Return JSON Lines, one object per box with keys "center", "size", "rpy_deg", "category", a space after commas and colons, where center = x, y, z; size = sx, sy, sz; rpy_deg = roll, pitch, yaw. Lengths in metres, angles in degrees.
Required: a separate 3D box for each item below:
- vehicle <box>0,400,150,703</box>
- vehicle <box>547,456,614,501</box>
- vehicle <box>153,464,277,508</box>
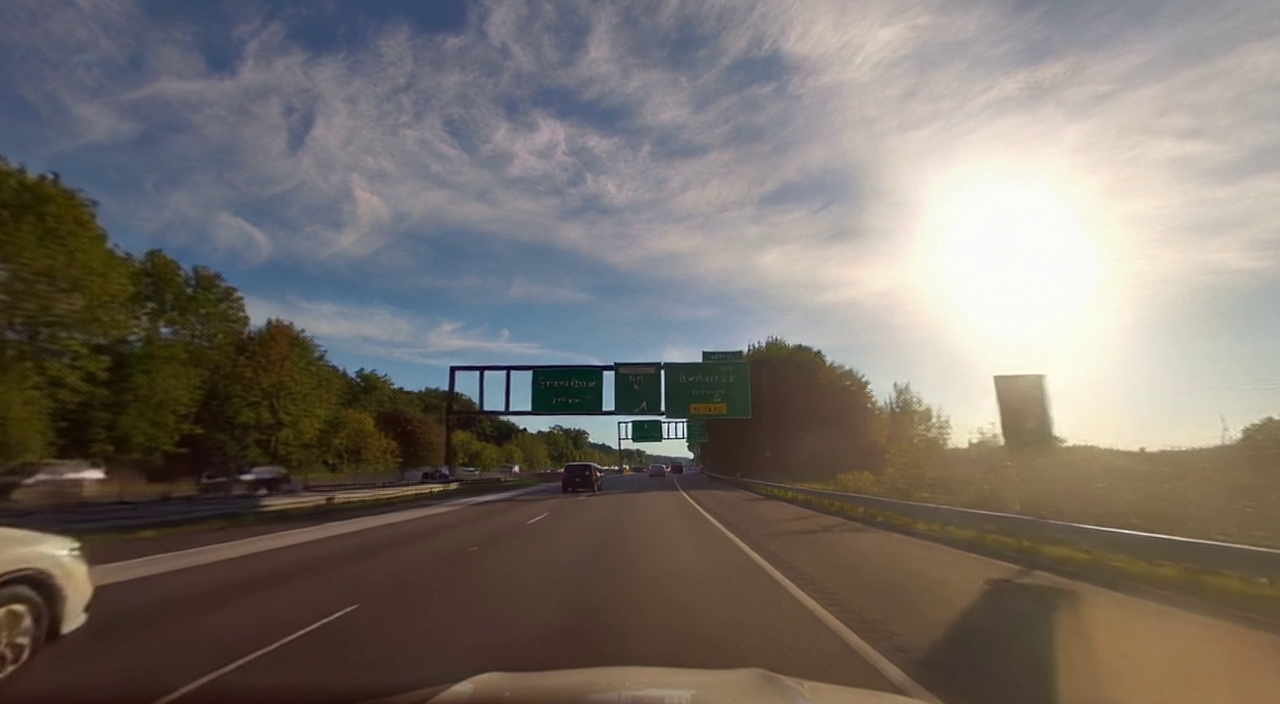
{"center": [-4.099, 0.714, 1.439], "size": [2.063, 1.556, 4.740], "rpy_deg": [1, -10, 1], "category": "vehicle"}
{"center": [-2.277, 5.050, 25.264], "size": [2.000, 1.594, 3.996], "rpy_deg": [0, -10, 4], "category": "vehicle"}
{"center": [-16.826, 5.307, 25.228], "size": [1.883, 1.522, 4.130], "rpy_deg": [1, -10, 3], "category": "vehicle"}
